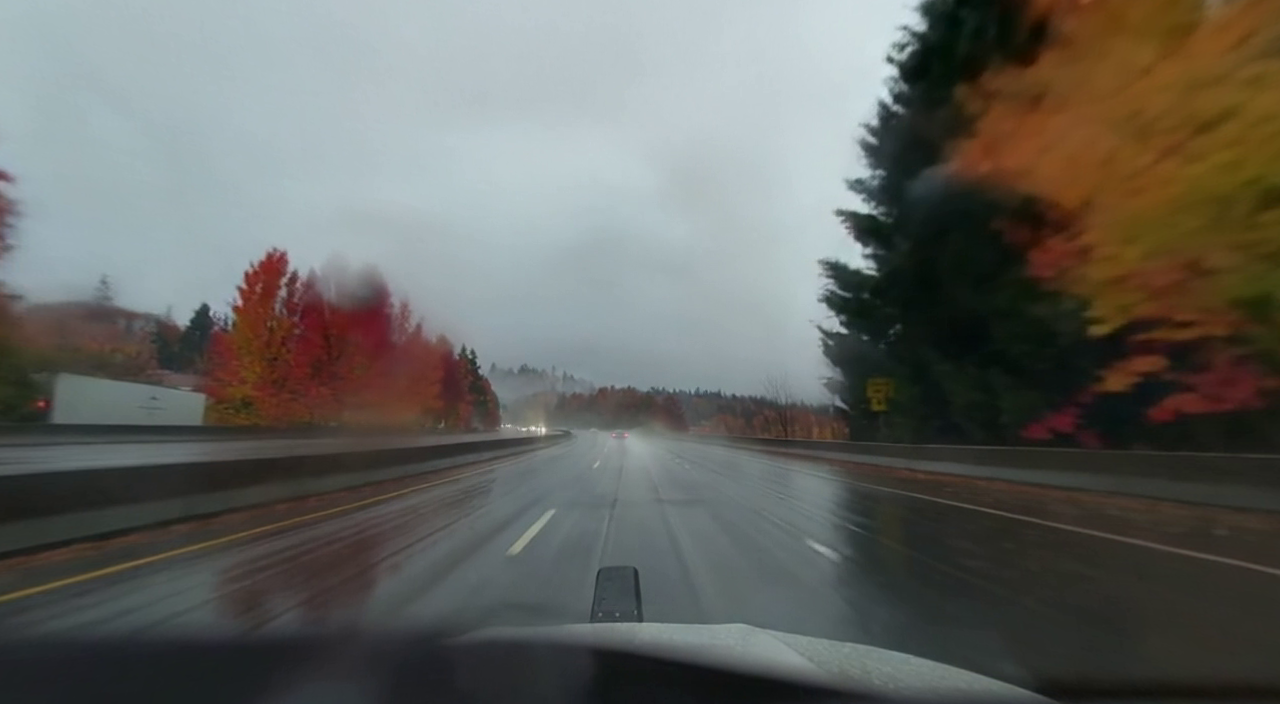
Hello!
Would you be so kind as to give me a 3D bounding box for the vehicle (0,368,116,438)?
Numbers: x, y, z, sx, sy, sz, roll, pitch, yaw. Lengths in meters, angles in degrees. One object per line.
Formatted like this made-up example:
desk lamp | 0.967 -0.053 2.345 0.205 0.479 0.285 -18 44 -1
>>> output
vehicle | -39.154 3.460 41.136 3.263 4.186 6.909 0 -7 3
